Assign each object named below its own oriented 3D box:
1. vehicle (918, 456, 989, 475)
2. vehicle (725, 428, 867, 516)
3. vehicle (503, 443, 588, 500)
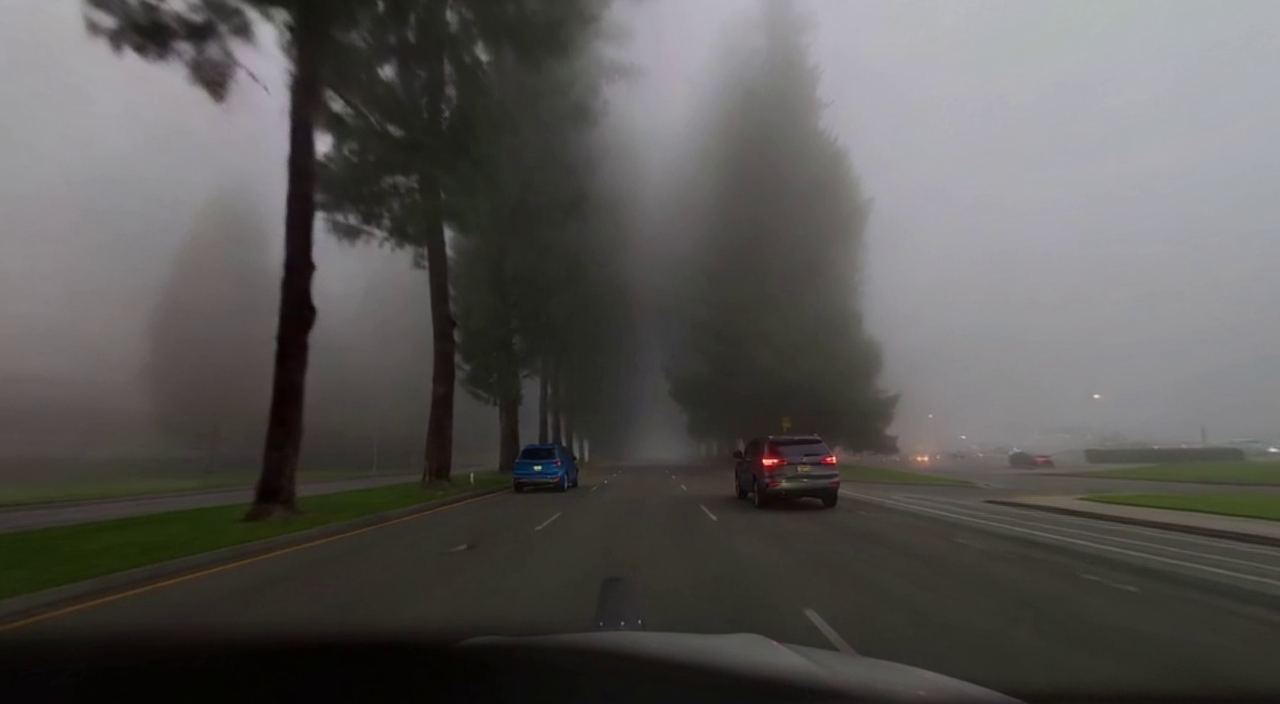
[{"bbox_3d":[24.585,8.900,49.335,4.587,1.460,1.924,0,-9,1],"label":"vehicle"},{"bbox_3d":[3.525,2.831,15.365,2.087,1.759,5.040,0,-9,-1],"label":"vehicle"},{"bbox_3d":[-2.953,3.826,20.557,2.025,1.635,4.293,0,-9,1],"label":"vehicle"}]
